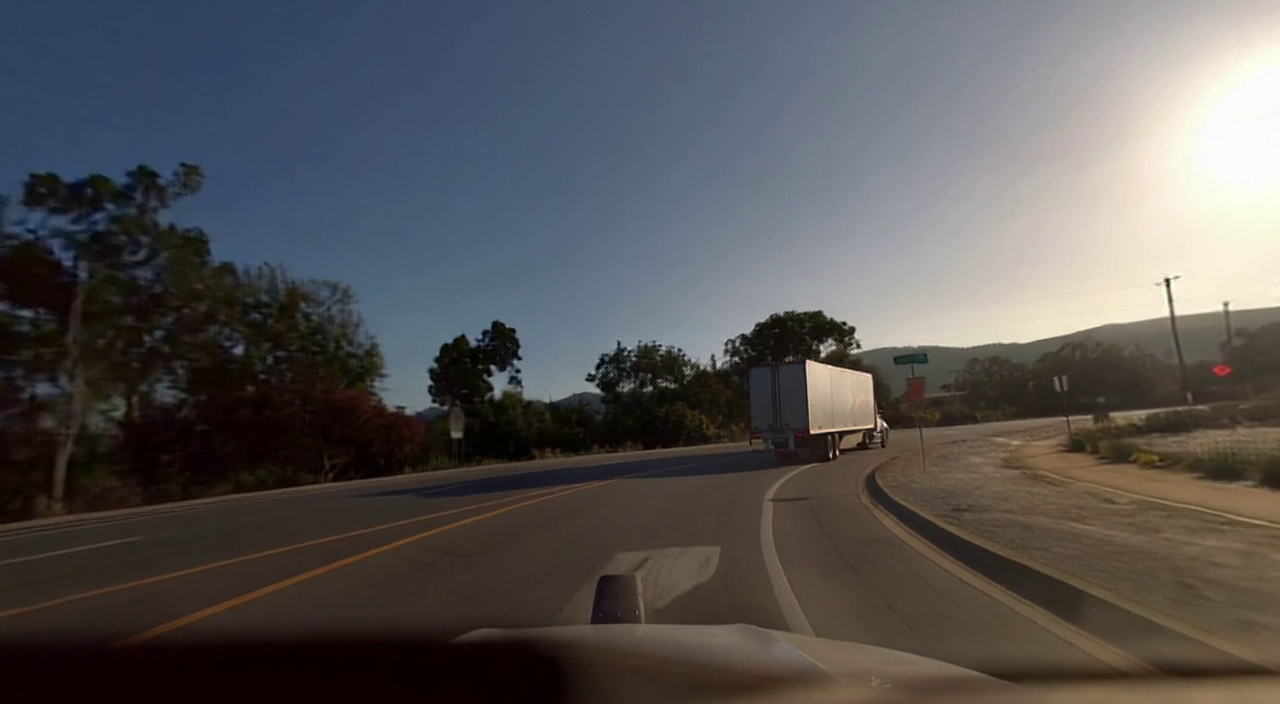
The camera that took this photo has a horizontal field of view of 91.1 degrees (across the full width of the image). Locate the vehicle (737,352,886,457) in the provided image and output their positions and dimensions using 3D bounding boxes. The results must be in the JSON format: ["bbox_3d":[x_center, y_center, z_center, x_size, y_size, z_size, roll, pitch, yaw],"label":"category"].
[{"bbox_3d":[7.864,2.506,27.336,2.837,3.712,10.484,-5,-9,34],"label":"vehicle"}]
